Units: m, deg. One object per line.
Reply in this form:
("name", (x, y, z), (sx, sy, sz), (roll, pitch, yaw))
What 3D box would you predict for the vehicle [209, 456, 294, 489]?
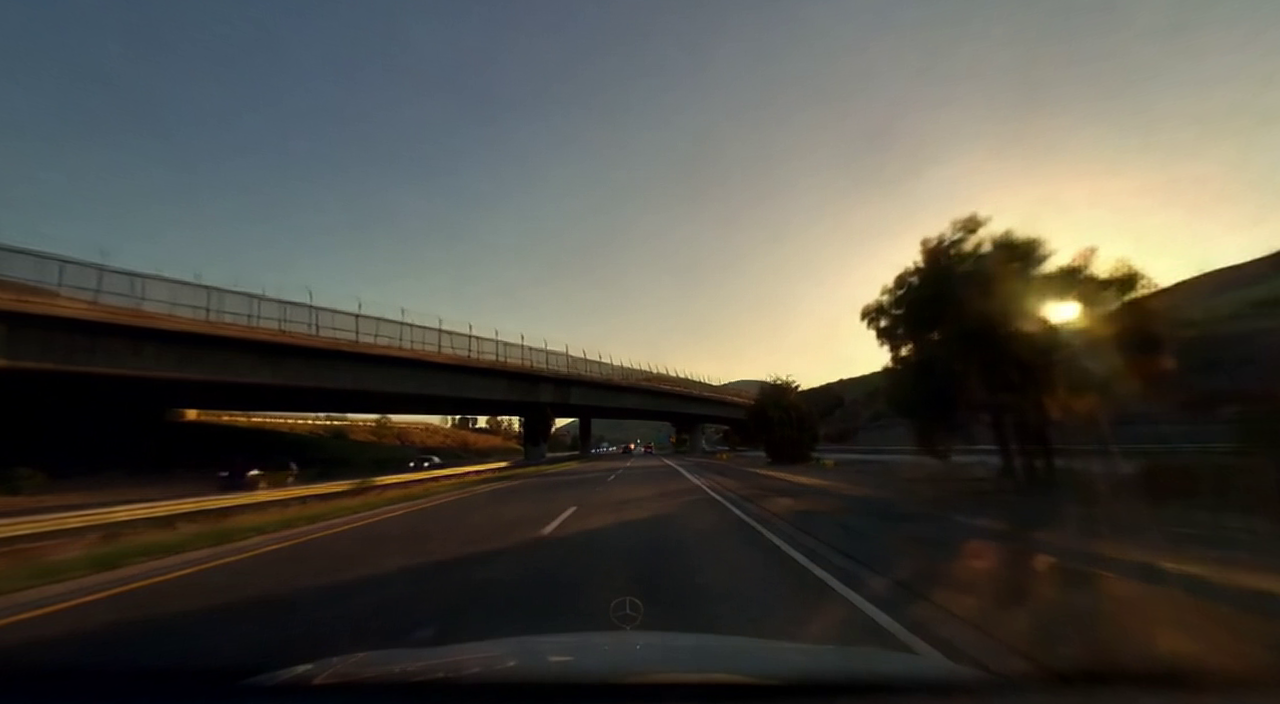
("vehicle", (-20.853, 6.471, 34.073), (1.841, 1.547, 4.275), (-1, -9, 1))
